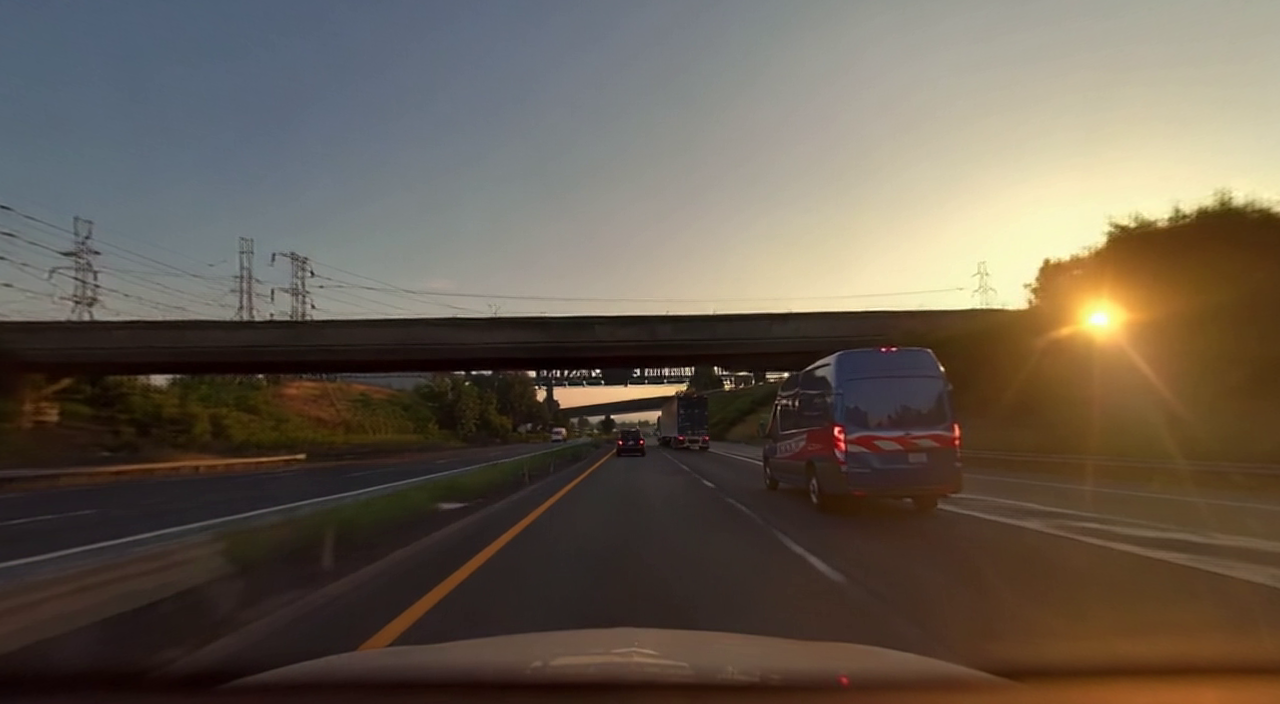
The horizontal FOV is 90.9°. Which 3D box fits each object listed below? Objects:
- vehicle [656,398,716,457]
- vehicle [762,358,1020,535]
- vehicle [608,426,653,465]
[{"bbox_3d":[3.180,5.898,48.338,3.096,3.759,15.119,0,-8,-1],"label":"vehicle"},{"bbox_3d":[4.101,1.702,11.736,2.387,2.506,5.374,0,-8,-2],"label":"vehicle"},{"bbox_3d":[-0.484,4.573,30.938,2.073,1.750,4.116,0,-8,-2],"label":"vehicle"}]
